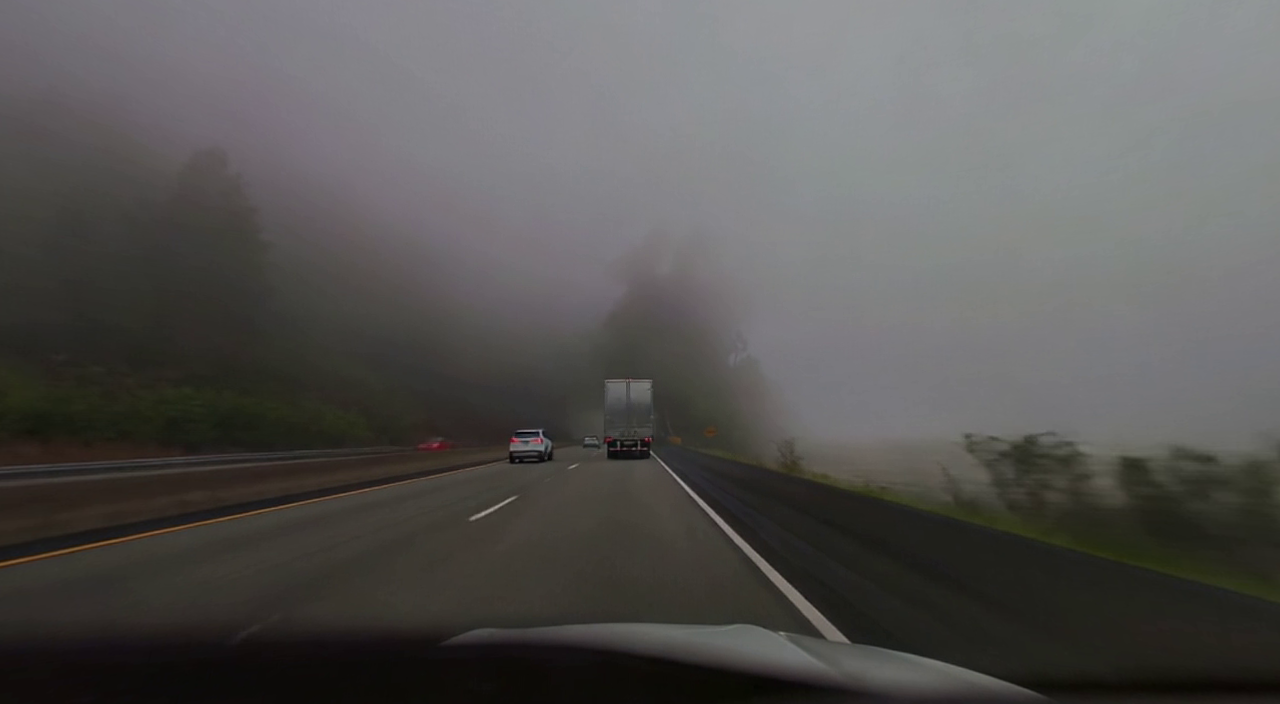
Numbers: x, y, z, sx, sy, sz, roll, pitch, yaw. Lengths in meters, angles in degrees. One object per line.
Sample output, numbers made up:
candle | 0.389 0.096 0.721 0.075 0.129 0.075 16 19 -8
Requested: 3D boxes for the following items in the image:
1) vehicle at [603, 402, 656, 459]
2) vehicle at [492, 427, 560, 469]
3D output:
vehicle | -0.486 3.486 28.049 2.319 2.461 1.270 0 -8 -2
vehicle | -4.936 4.232 27.922 2.138 1.697 4.587 0 -8 0
